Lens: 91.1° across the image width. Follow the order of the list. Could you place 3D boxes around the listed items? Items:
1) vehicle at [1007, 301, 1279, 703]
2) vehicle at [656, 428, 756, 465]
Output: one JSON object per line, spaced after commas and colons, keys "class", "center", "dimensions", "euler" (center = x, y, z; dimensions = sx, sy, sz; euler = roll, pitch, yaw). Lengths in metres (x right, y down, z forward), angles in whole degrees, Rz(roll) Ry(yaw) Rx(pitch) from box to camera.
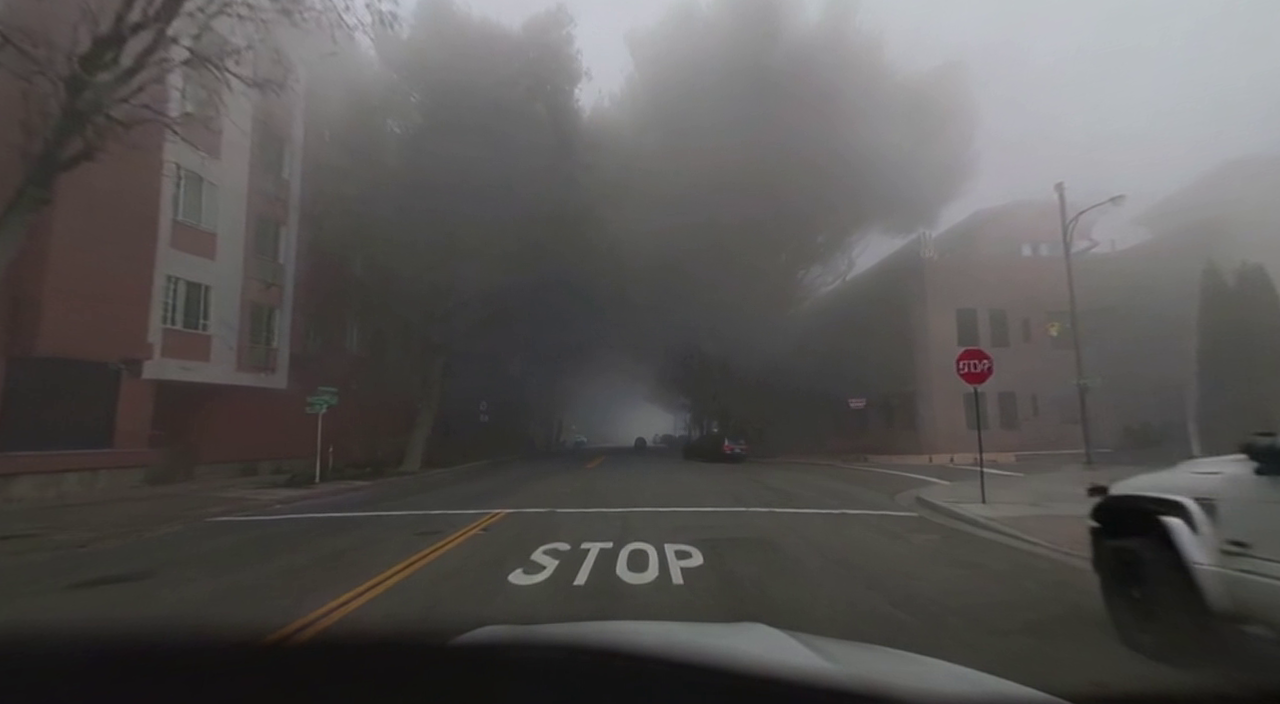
{"class": "vehicle", "center": [4.087, 0.642, 2.099], "dimensions": [2.226, 1.986, 5.786], "euler": [0, -8, 0]}
{"class": "vehicle", "center": [3.285, 4.822, 32.041], "dimensions": [2.139, 1.733, 4.791], "euler": [8, -12, -43]}
